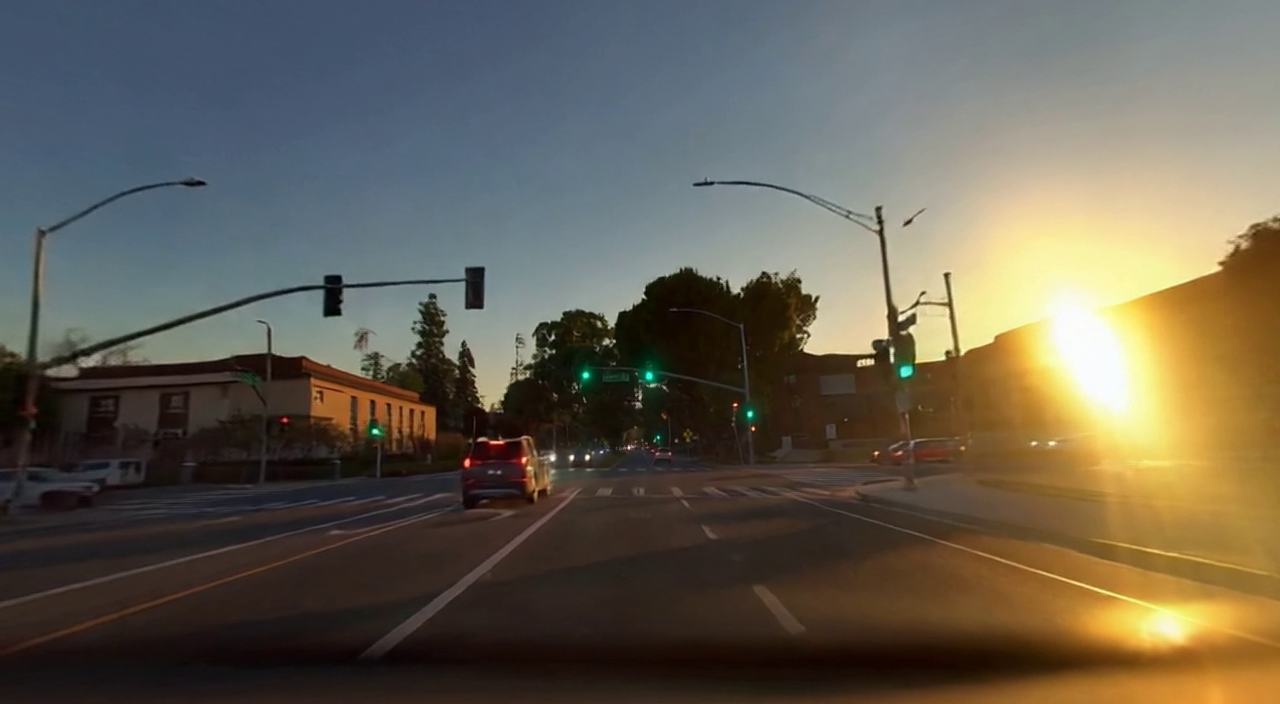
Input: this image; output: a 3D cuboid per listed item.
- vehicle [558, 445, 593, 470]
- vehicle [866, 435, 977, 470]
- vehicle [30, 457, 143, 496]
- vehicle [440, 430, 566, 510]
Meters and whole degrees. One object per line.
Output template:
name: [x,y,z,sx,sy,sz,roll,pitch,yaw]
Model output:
vehicle: [-4.755,7.816,46.799,2.070,1.481,4.266,-5,-7,0]
vehicle: [14.174,5.067,31.933,4.634,1.449,1.936,-3,-7,-1]
vehicle: [-31.902,7.160,36.440,4.582,1.785,2.262,-4,-7,3]
vehicle: [-3.346,2.984,16.430,2.250,1.791,4.300,0,-8,1]
